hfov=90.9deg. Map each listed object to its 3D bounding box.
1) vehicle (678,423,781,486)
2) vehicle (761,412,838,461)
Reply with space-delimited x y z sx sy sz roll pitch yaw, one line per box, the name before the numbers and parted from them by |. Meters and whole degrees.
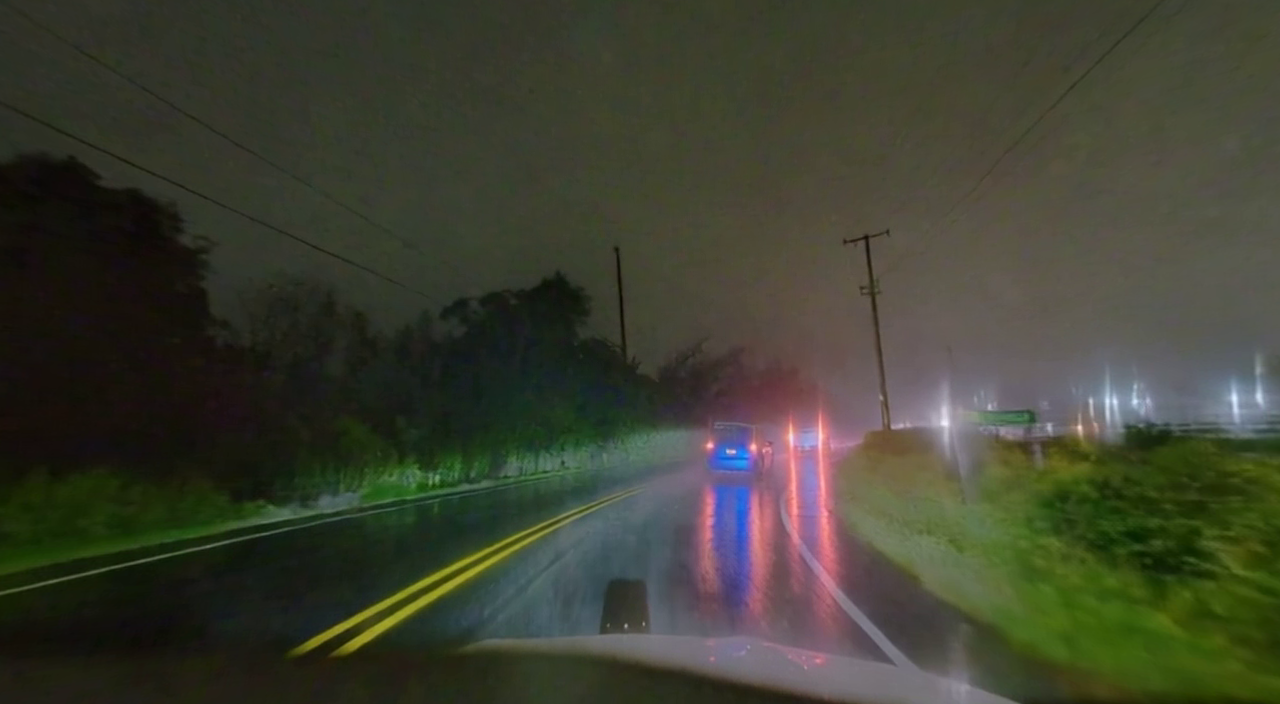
vehicle | 2.707 2.921 18.257 2.157 1.565 4.243 -3 -9 19
vehicle | 8.038 4.221 31.259 2.376 2.145 5.953 -4 -9 27
